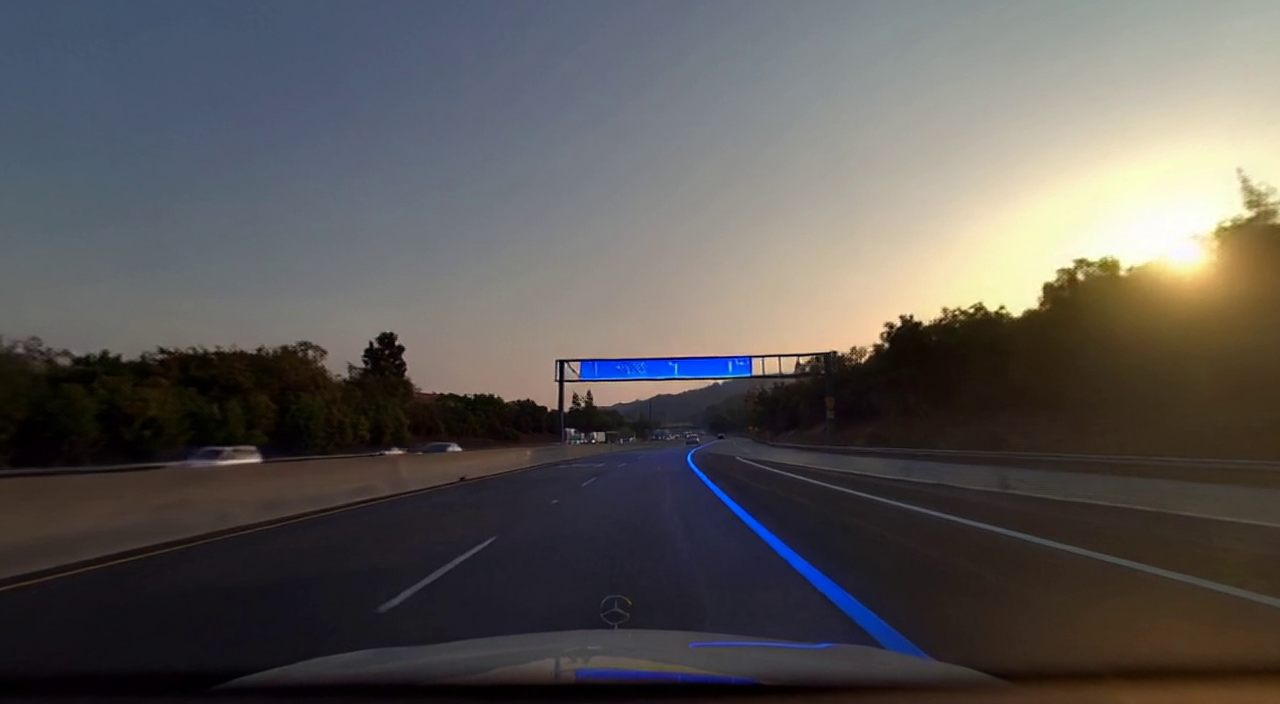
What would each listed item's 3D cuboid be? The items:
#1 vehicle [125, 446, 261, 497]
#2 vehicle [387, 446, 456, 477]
[{"bbox_3d":[-16.611,4.421,23.712,1.905,1.670,4.244,-1,-8,2],"label":"vehicle"},{"bbox_3d":[-11.774,5.896,34.264,1.995,1.532,4.395,-1,-8,3],"label":"vehicle"}]
